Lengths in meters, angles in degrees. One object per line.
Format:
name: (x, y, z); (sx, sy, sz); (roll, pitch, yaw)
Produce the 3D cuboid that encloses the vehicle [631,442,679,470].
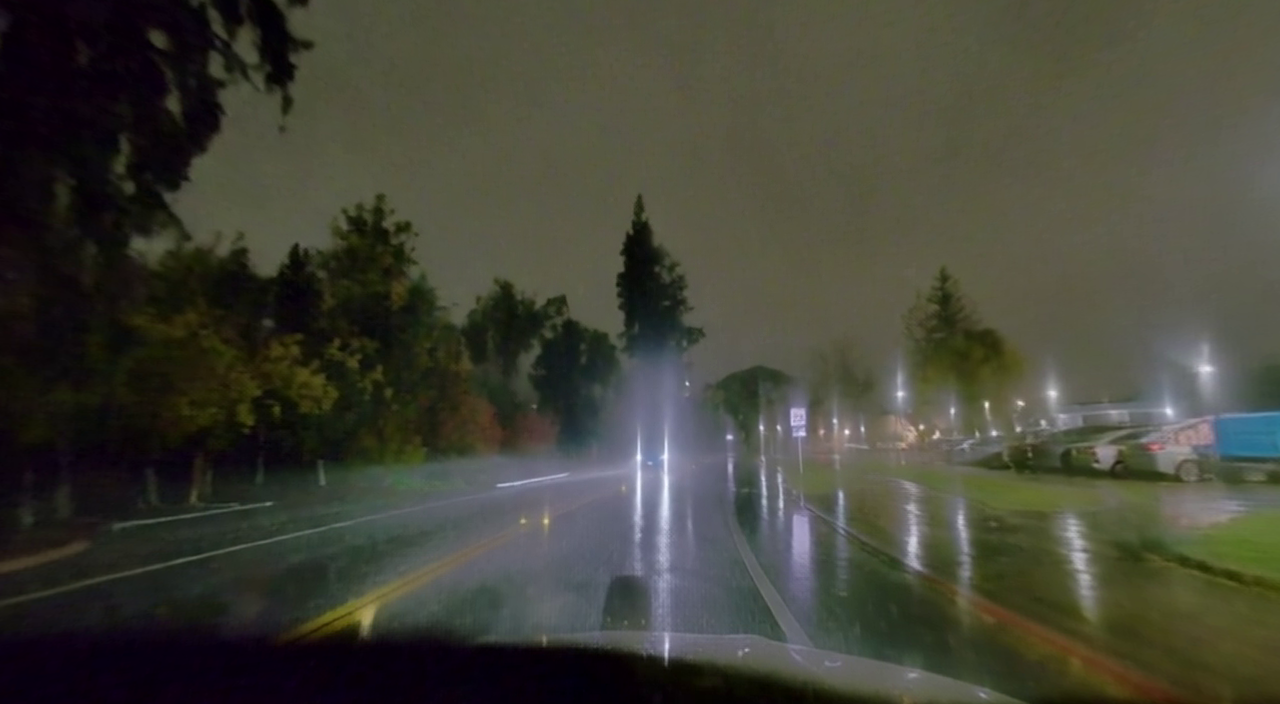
vehicle: (0.937, 5.919, 36.196); (2.190, 1.499, 4.209); (-1, -9, 10)
